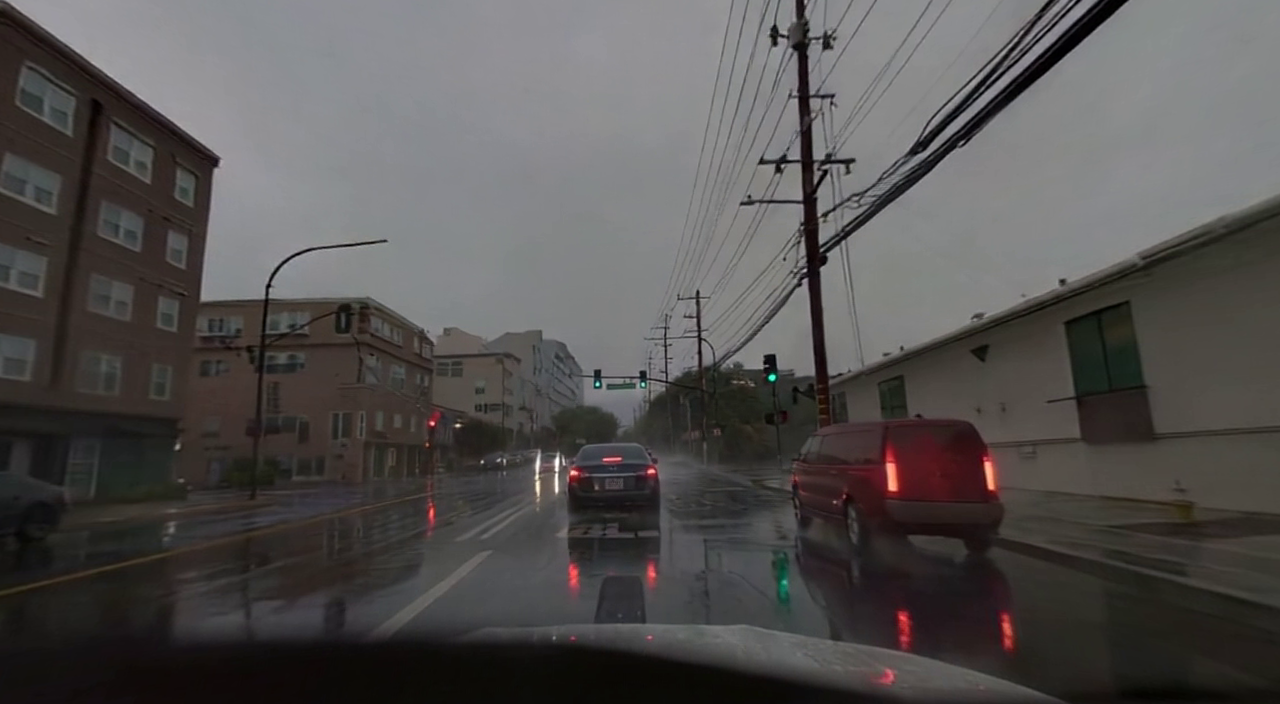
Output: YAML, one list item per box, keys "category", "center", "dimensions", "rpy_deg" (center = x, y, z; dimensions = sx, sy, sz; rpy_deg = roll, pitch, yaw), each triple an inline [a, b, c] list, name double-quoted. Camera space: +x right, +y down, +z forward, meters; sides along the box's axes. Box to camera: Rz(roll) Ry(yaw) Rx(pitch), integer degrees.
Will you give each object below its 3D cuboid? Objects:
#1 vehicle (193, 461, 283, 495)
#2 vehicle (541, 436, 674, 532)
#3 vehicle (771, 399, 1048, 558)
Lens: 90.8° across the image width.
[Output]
- category: "vehicle"
  center: [-25.296, 7.949, 39.864]
  dimensions: [4.337, 1.739, 1.981]
  rpy_deg: [-5, -11, 2]
- category: "vehicle"
  center: [-0.492, 2.338, 11.789]
  dimensions: [2.019, 1.453, 4.129]
  rpy_deg: [0, -8, 0]
- category: "vehicle"
  center: [3.832, 1.924, 10.328]
  dimensions: [2.248, 1.945, 5.011]
  rpy_deg: [0, -9, -1]
